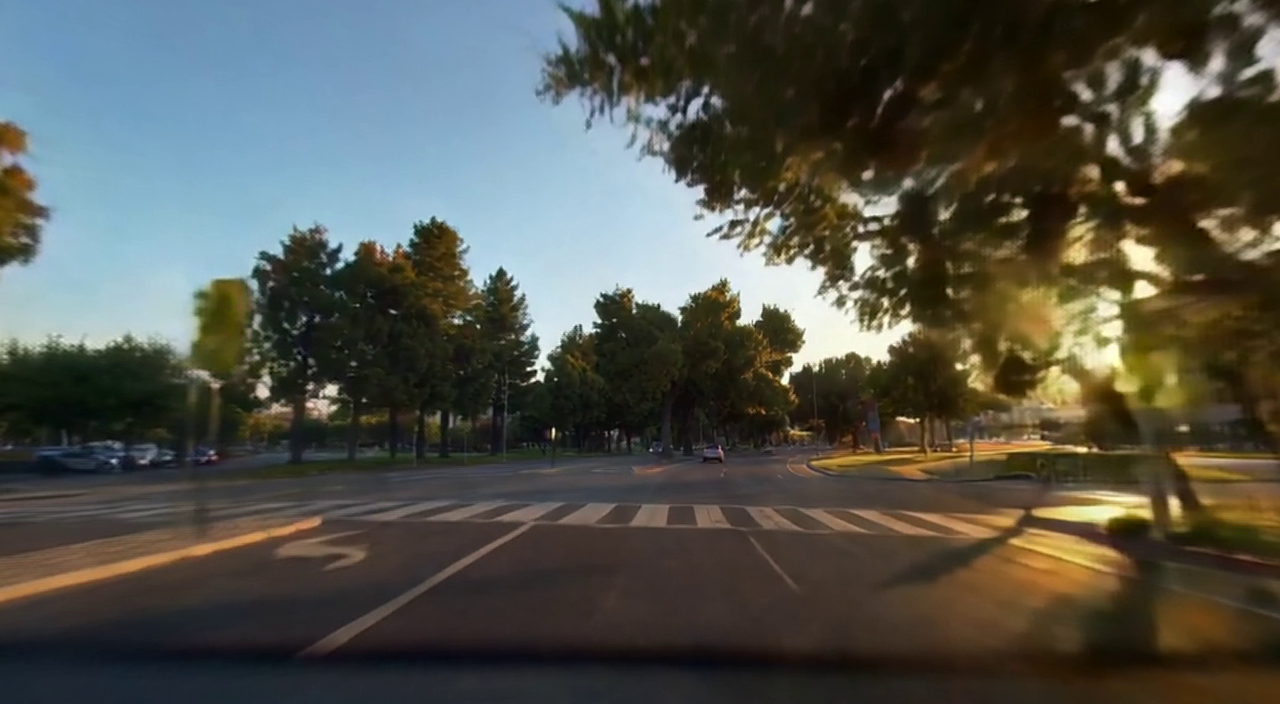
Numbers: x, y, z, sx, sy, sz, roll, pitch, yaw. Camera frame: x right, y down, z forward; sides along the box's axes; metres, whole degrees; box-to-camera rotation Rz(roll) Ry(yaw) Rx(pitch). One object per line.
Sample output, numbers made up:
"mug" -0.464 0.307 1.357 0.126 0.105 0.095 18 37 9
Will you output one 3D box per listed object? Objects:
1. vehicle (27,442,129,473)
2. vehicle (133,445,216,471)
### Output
"vehicle" -33.974 6.348 38.148 4.856 1.795 2.030 -2 -9 14
"vehicle" -32.463 7.383 43.993 4.787 1.709 2.164 -3 -9 19
